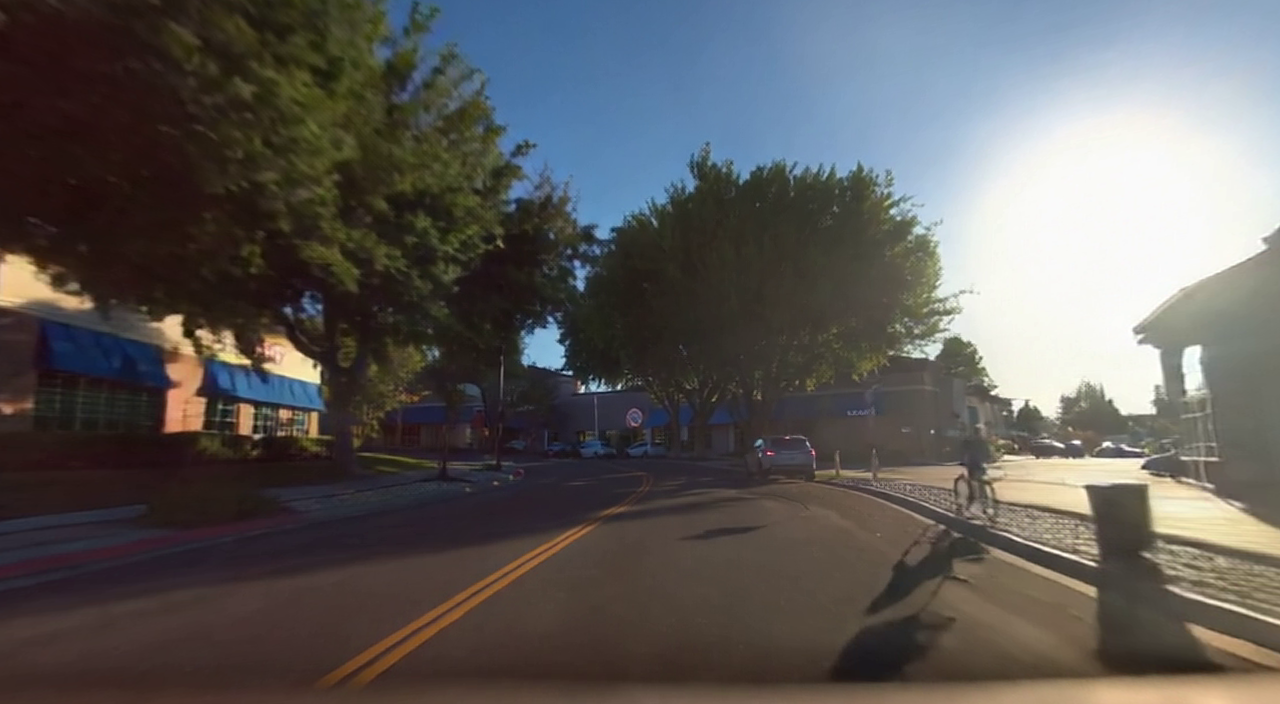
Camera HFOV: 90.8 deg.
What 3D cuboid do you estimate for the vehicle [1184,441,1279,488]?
[{"bbox_3d":[23.561,4.371,24.901,4.545,1.640,1.866,5,-10,-33],"label":"vehicle"}]

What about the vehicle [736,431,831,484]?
[{"bbox_3d":[5.223,3.943,23.892,2.292,1.767,5.128,0,-8,-1],"label":"vehicle"}]

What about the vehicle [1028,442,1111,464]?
[{"bbox_3d":[32.732,7.664,48.239,1.815,1.574,4.800,5,-10,-32],"label":"vehicle"}]
